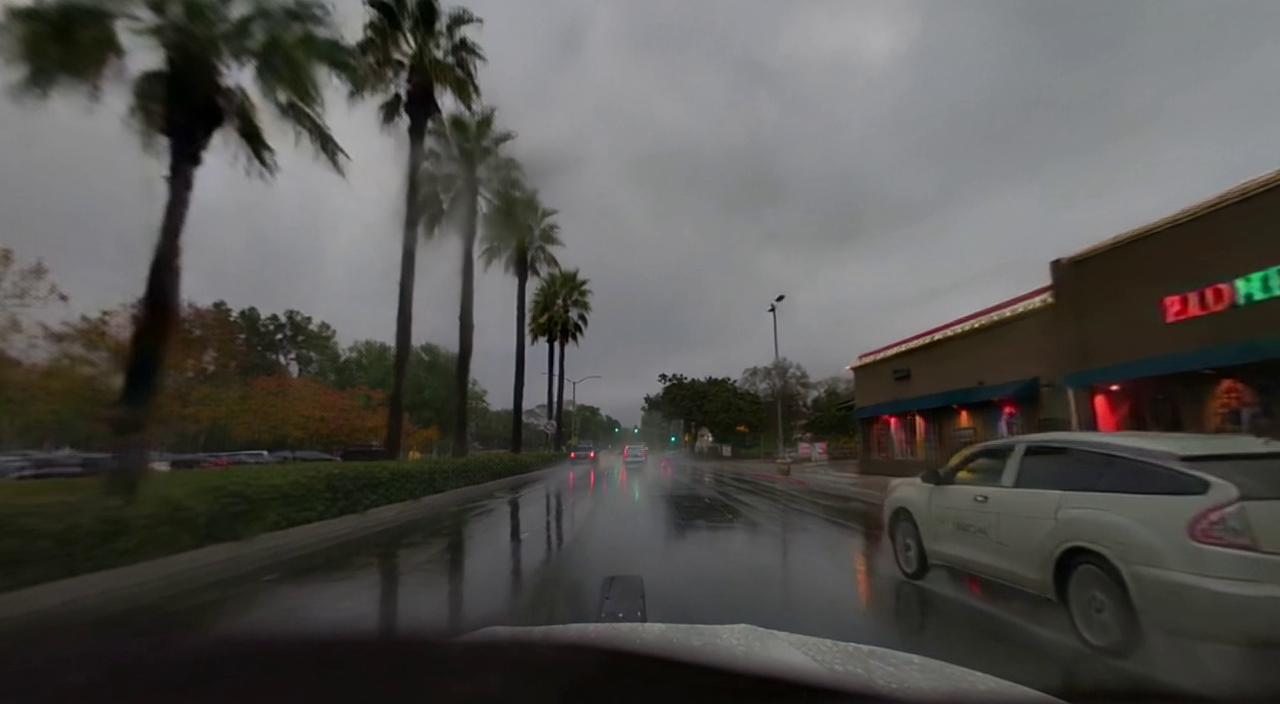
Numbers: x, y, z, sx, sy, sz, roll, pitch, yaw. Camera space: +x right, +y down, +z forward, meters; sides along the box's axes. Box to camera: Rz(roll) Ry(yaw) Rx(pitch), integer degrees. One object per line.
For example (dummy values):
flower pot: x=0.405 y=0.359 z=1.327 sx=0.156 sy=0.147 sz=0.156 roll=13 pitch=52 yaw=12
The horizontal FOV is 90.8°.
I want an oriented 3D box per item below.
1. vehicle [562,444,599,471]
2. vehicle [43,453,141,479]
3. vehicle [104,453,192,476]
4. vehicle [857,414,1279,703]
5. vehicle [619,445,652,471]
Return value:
vehicle: x=-4.055 y=7.276 z=43.645 sx=2.071 sy=1.744 sz=4.500 roll=0 pitch=-9 yaw=0
vehicle: x=-34.698 y=7.206 z=40.061 sx=4.277 sy=1.537 sz=1.942 roll=0 pitch=-9 yaw=-3
vehicle: x=-35.089 y=7.995 z=45.166 sx=4.515 sy=1.552 sz=2.036 roll=0 pitch=-9 yaw=-1
vehicle: x=3.590 y=1.355 z=4.896 sx=2.090 sy=1.503 sz=4.566 roll=0 pitch=-9 yaw=-1
vehicle: x=-0.317 y=7.086 z=42.299 sx=2.102 sy=1.653 sz=3.698 roll=0 pitch=-9 yaw=-2
